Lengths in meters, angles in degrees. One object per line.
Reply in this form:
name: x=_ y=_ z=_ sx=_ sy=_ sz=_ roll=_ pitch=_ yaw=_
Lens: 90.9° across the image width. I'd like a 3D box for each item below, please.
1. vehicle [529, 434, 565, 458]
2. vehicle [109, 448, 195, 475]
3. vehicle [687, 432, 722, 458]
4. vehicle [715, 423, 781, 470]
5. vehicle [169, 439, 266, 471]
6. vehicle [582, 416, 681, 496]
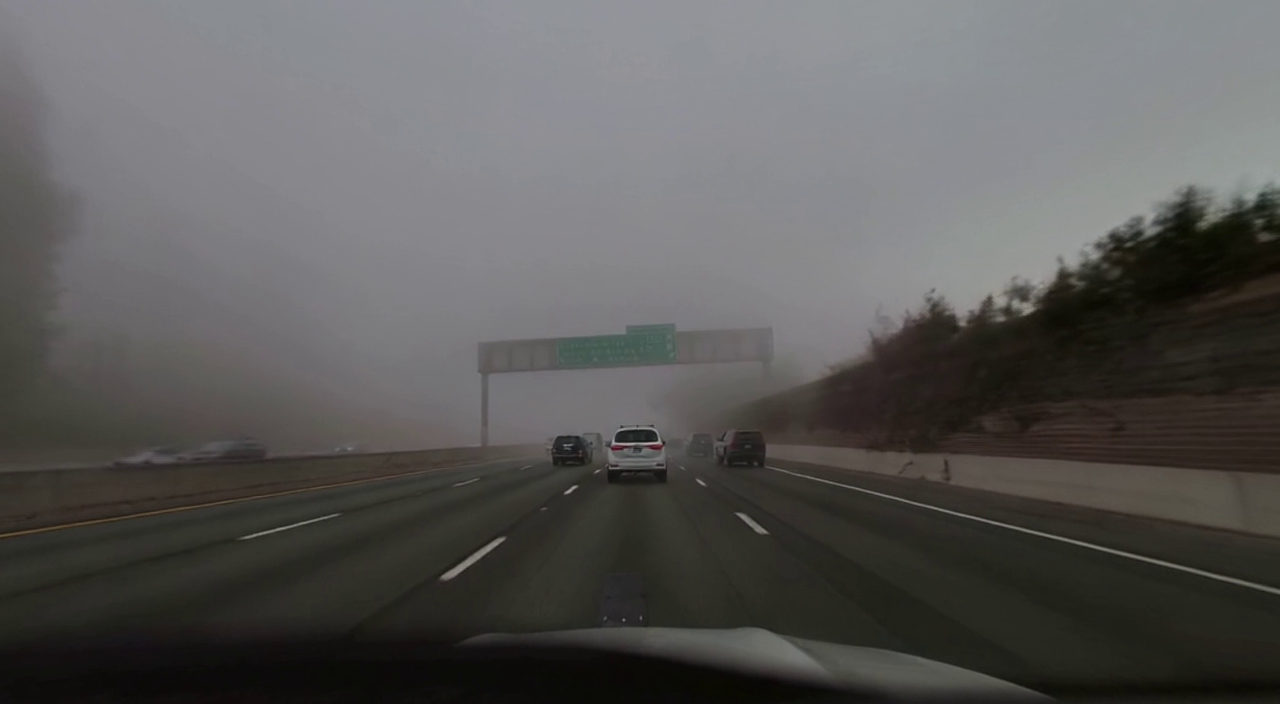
vehicle: x=-6.990 y=7.117 z=47.854 sx=2.024 sy=1.706 sz=4.249 roll=0 pitch=-9 yaw=1
vehicle: x=-28.693 y=6.415 z=37.226 sx=1.721 sy=1.416 sz=4.208 roll=0 pitch=-8 yaw=0
vehicle: x=4.350 y=6.332 z=43.045 sx=2.001 sy=1.651 sz=3.916 roll=0 pitch=-9 yaw=0
vehicle: x=4.569 y=4.089 z=27.259 sx=2.017 sy=1.847 sz=4.299 roll=0 pitch=-9 yaw=-1
vehicle: x=-21.647 y=5.294 z=32.563 sx=1.969 sy=1.521 sz=4.405 roll=0 pitch=-9 yaw=0
vehicle: x=-0.198 y=2.683 z=16.543 sx=2.233 sy=1.804 sz=4.273 roll=0 pitch=-9 yaw=0
